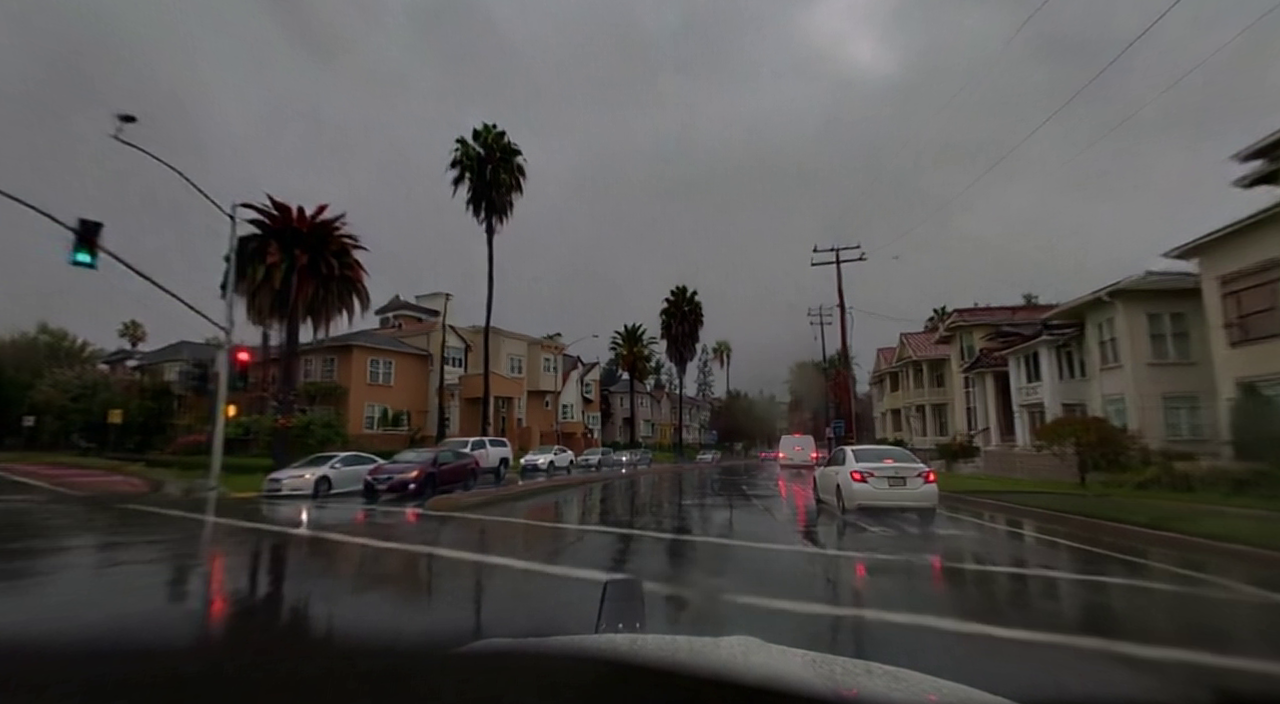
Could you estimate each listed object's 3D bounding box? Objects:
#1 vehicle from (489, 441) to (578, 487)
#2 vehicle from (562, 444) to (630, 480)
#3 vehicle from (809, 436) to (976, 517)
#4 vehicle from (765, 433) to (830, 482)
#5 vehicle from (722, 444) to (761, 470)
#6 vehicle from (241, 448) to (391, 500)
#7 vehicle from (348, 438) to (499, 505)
[{"bbox_3d":[-4.043,4.311,24.679,1.852,1.498,4.238,-5,-9,14],"label":"vehicle"},{"bbox_3d":[-2.211,5.744,33.246,2.081,1.453,4.698,-5,-7,14],"label":"vehicle"},{"bbox_3d":[5.529,2.777,14.606,2.096,1.552,4.519,-1,-9,2],"label":"vehicle"},{"bbox_3d":[6.918,4.666,28.164,2.109,2.002,4.424,-1,-9,5],"label":"vehicle"},{"bbox_3d":[6.634,6.765,40.903,1.923,1.576,4.026,-3,-9,16],"label":"vehicle"},{"bbox_3d":[-9.481,3.572,18.869,1.891,1.358,3.828,-2,-9,13],"label":"vehicle"},{"bbox_3d":[-5.953,3.303,18.115,1.959,1.515,4.668,-2,-7,12],"label":"vehicle"}]
